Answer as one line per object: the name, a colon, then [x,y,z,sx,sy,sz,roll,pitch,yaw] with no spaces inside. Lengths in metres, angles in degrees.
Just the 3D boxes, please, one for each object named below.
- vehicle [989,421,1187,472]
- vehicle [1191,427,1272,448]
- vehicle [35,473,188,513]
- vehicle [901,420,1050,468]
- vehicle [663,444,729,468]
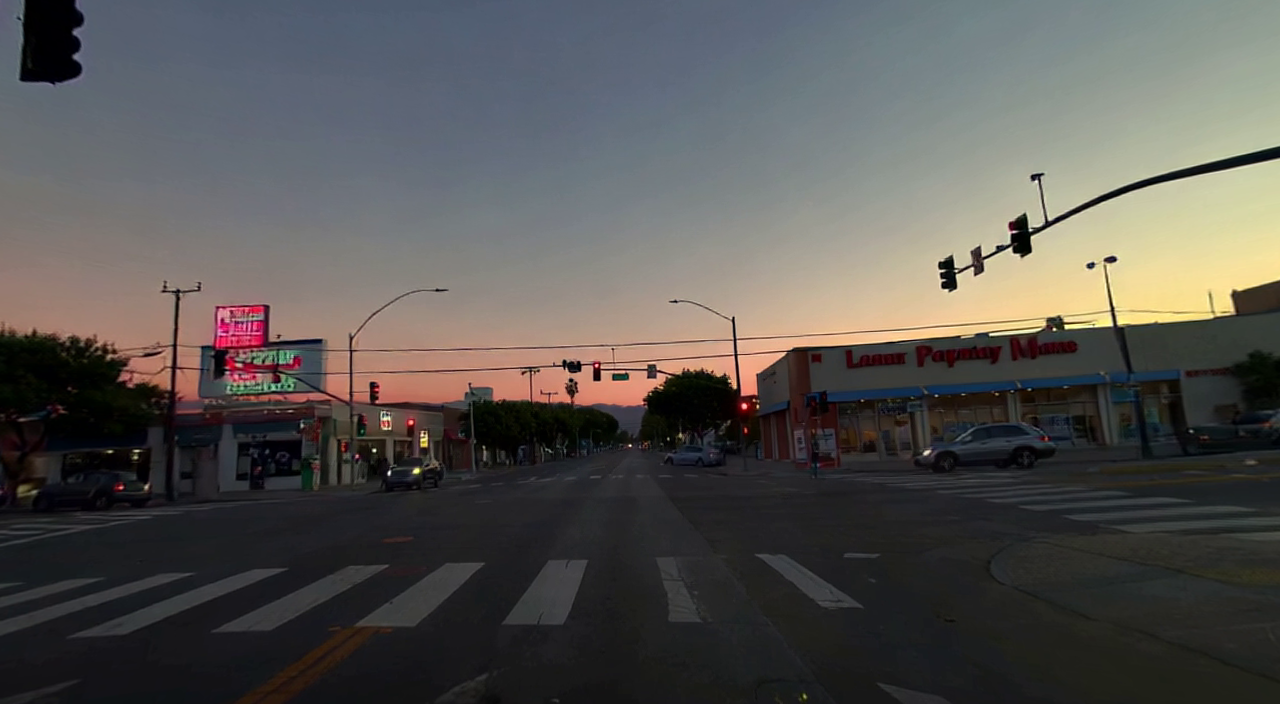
vehicle: [14.352,3.098,20.629,4.835,1.487,1.913,-4,-9,20]
vehicle: [42.015,6.064,44.900,4.347,1.446,1.777,1,-9,-9]
vehicle: [-21.383,5.701,25.667,4.676,1.463,1.909,-1,-8,6]
vehicle: [13.031,3.645,24.948,4.916,1.730,1.986,-4,-9,21]
vehicle: [3.681,6.982,42.432,1.969,1.491,4.612,5,-10,-33]
